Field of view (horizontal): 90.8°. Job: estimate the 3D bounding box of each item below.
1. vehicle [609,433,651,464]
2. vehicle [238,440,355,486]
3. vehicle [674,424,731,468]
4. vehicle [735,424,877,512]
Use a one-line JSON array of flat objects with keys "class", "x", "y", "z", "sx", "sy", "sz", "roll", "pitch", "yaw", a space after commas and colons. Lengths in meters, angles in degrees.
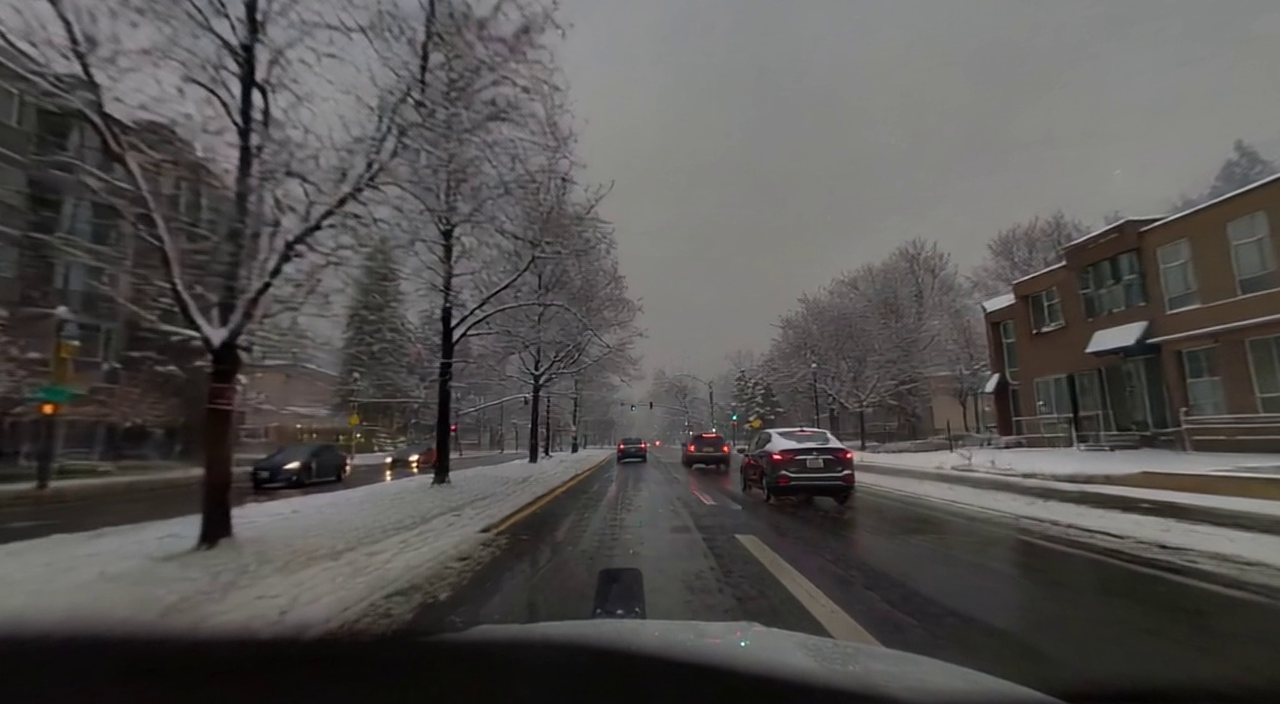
[{"class": "vehicle", "x": -0.557, "y": 5.122, "z": 33.622, "sx": 2.059, "sy": 1.492, "sz": 3.925, "roll": 0, "pitch": -8, "yaw": -2}, {"class": "vehicle", "x": -12.729, "y": 4.129, "z": 23.816, "sx": 1.926, "sy": 1.446, "sz": 4.565, "roll": -3, "pitch": -8, "yaw": -1}, {"class": "vehicle", "x": 2.805, "y": 4.409, "z": 29.667, "sx": 2.206, "sy": 1.858, "sz": 5.332, "roll": 0, "pitch": -8, "yaw": 1}, {"class": "vehicle", "x": 3.426, "y": 2.478, "z": 13.941, "sx": 1.906, "sy": 1.608, "sz": 4.137, "roll": 0, "pitch": -8, "yaw": -1}]
